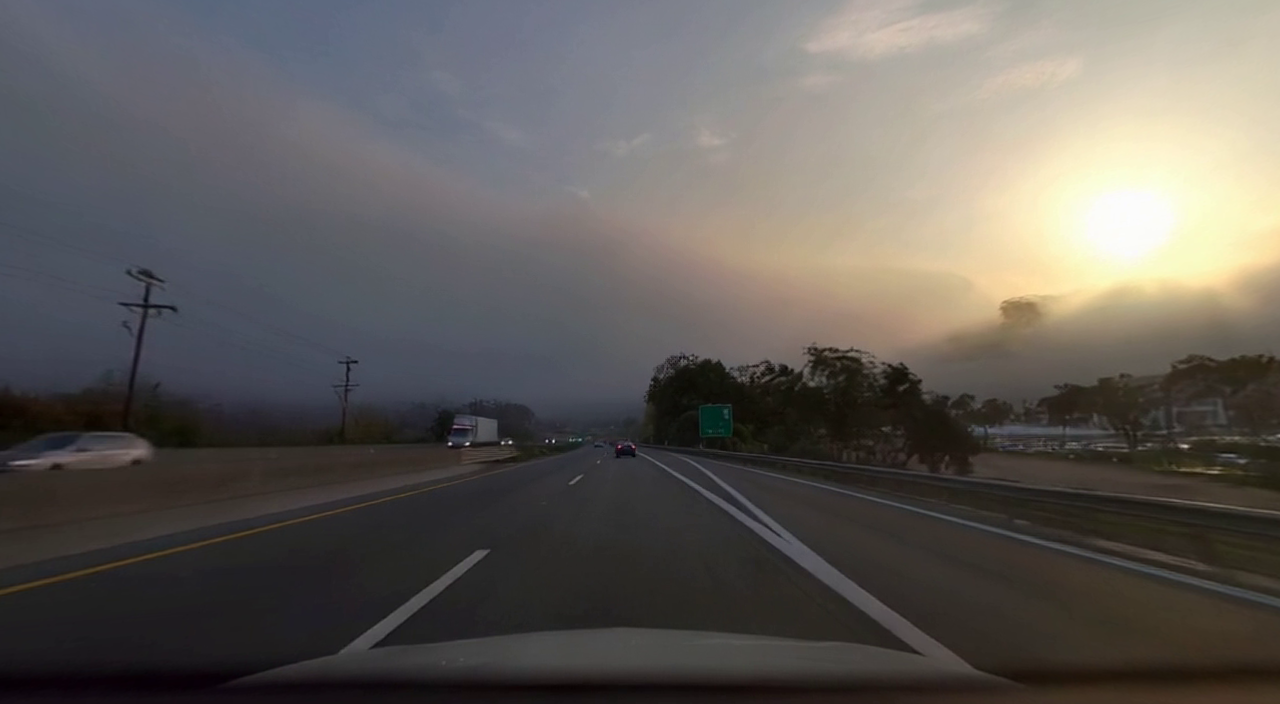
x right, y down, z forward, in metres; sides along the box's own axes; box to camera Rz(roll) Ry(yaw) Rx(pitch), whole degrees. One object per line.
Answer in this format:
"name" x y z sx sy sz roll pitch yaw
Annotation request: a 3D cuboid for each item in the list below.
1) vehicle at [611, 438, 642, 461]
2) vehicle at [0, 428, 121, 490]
"vehicle" -0.991 6.846 44.261 2.099 1.504 3.843 0 -8 -2
"vehicle" -16.268 2.777 16.488 1.913 1.476 4.020 0 -8 -1
